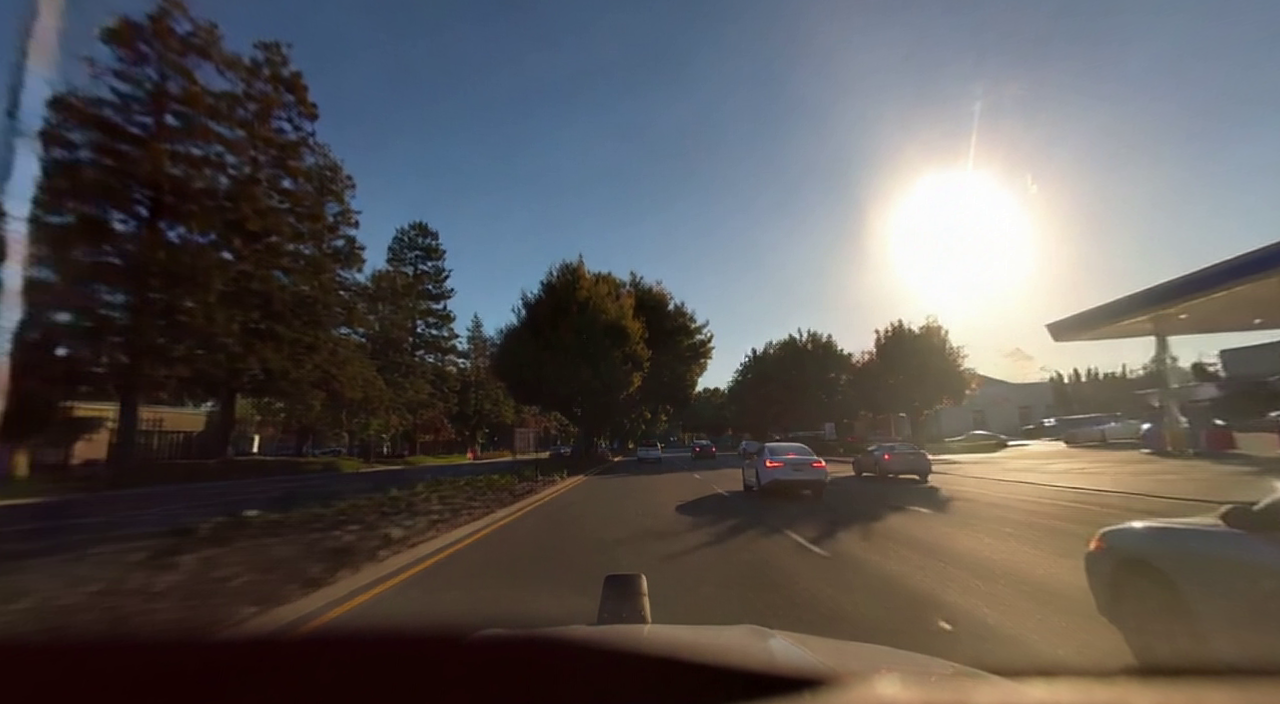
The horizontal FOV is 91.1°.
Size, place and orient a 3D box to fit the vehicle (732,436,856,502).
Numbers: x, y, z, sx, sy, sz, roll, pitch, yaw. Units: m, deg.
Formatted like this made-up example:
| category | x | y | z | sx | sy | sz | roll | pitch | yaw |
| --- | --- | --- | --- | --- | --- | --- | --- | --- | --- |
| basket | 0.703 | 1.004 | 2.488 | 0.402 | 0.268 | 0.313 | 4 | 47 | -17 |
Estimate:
| category | x | y | z | sx | sy | sz | roll | pitch | yaw |
| --- | --- | --- | --- | --- | --- | --- | --- | --- | --- |
| vehicle | 3.896 | 3.057 | 16.886 | 2.119 | 1.509 | 4.756 | 0 | -9 | 0 |

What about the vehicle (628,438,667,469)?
| category | x | y | z | sx | sy | sz | roll | pitch | yaw |
| --- | --- | --- | --- | --- | --- | --- | --- | --- | --- |
| vehicle | 0.454 | 6.043 | 37.513 | 2.172 | 1.694 | 4.055 | 0 | -9 | 1 |

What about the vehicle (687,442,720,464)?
| category | x | y | z | sx | sy | sz | roll | pitch | yaw |
| --- | --- | --- | --- | --- | --- | --- | --- | --- | --- |
| vehicle | 4.565 | 7.353 | 45.932 | 1.980 | 1.515 | 4.362 | 0 | -9 | 0 |

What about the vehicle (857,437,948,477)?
| category | x | y | z | sx | sy | sz | roll | pitch | yaw |
| --- | --- | --- | --- | --- | --- | --- | --- | --- | --- |
| vehicle | 10.715 | 4.302 | 25.986 | 1.906 | 1.488 | 4.251 | 0 | -9 | 0 |

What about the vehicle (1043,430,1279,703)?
| category | x | y | z | sx | sy | sz | roll | pitch | yaw |
| --- | --- | --- | --- | --- | --- | --- | --- | --- | --- |
| vehicle | 3.775 | 0.940 | 2.019 | 1.944 | 1.404 | 4.597 | 0 | -9 | 1 |
